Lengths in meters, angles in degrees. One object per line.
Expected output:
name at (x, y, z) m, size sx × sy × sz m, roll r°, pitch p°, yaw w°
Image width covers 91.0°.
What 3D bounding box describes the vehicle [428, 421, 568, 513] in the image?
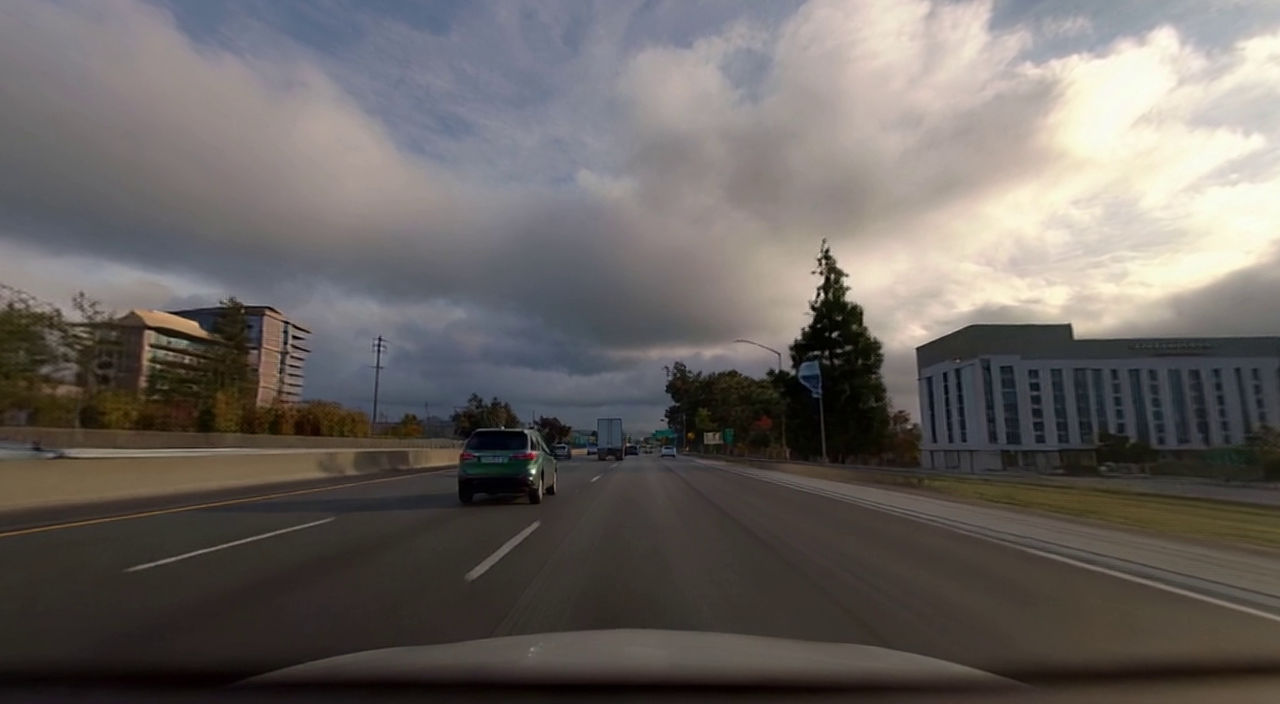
vehicle at (-3.009, 2.558, 14.419) m, size 2.111 × 1.742 × 4.315 m, roll 1°, pitch -9°, yaw 1°
